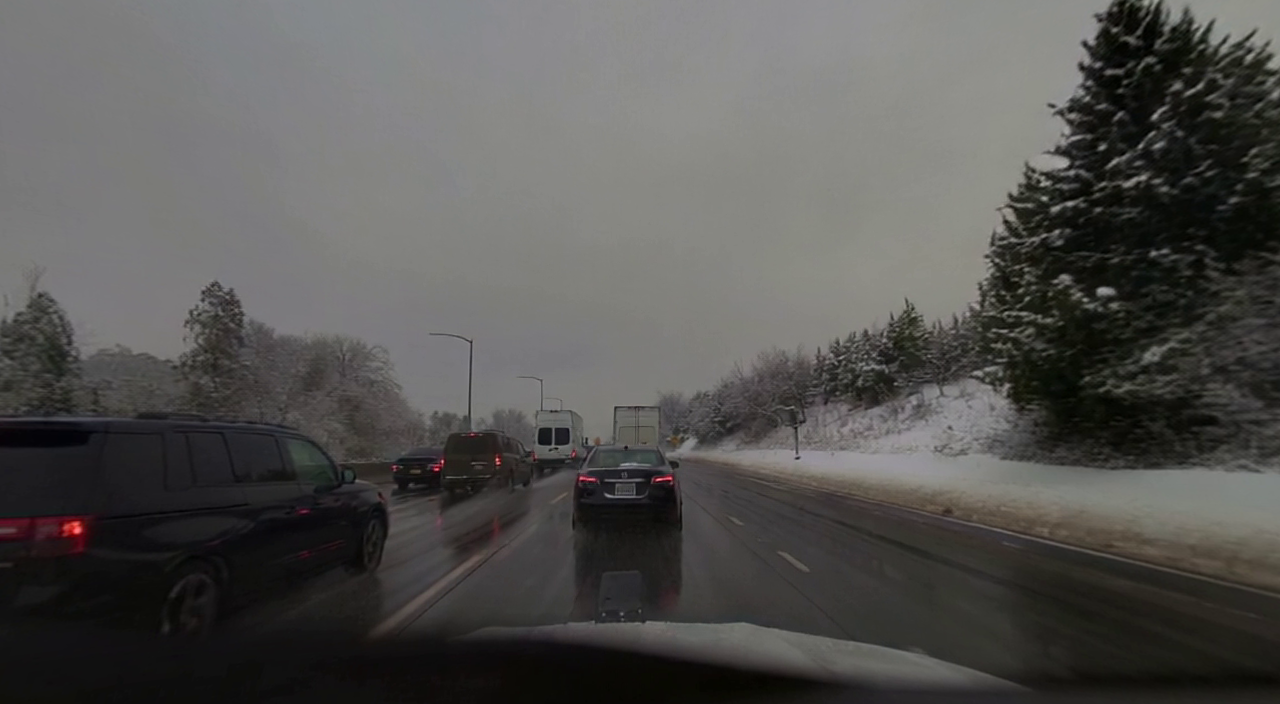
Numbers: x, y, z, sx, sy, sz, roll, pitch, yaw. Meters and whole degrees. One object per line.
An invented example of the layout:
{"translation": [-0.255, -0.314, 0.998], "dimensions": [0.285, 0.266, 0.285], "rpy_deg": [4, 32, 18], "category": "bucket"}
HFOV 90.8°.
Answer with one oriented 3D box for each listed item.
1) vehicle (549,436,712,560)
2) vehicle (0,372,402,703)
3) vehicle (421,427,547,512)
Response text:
{"translation": [-0.125, 2.065, 9.514], "dimensions": [1.995, 1.495, 3.380], "rpy_deg": [0, -9, 0], "category": "vehicle"}
{"translation": [-3.666, 1.250, 4.712], "dimensions": [2.029, 1.656, 4.437], "rpy_deg": [0, -9, 0], "category": "vehicle"}
{"translation": [-3.955, 3.073, 16.897], "dimensions": [2.055, 1.913, 4.584], "rpy_deg": [-1, -9, 2], "category": "vehicle"}
